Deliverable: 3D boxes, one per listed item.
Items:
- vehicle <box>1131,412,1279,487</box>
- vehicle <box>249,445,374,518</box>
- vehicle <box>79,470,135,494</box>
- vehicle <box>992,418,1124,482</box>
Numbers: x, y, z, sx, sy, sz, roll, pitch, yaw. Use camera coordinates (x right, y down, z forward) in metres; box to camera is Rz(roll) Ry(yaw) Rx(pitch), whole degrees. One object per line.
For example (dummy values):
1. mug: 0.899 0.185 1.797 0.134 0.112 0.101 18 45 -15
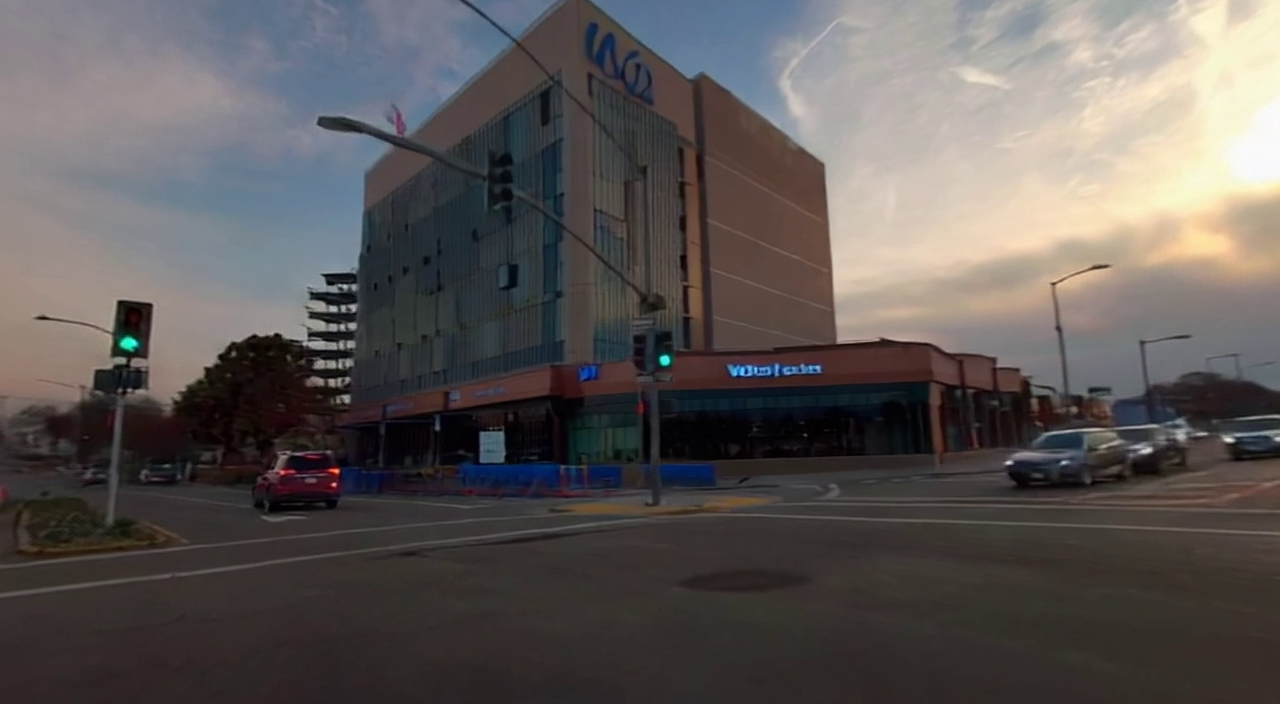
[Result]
1. vehicle: 13.730 2.340 15.251 4.210 1.529 2.163 7 -12 -43
2. vehicle: -9.515 3.577 18.123 2.238 1.762 4.445 6 -11 -39
3. vehicle: -41.553 10.091 49.213 3.855 1.627 1.943 -5 -10 28
4. vehicle: 11.985 2.764 18.011 4.342 1.596 2.005 7 -11 -42
